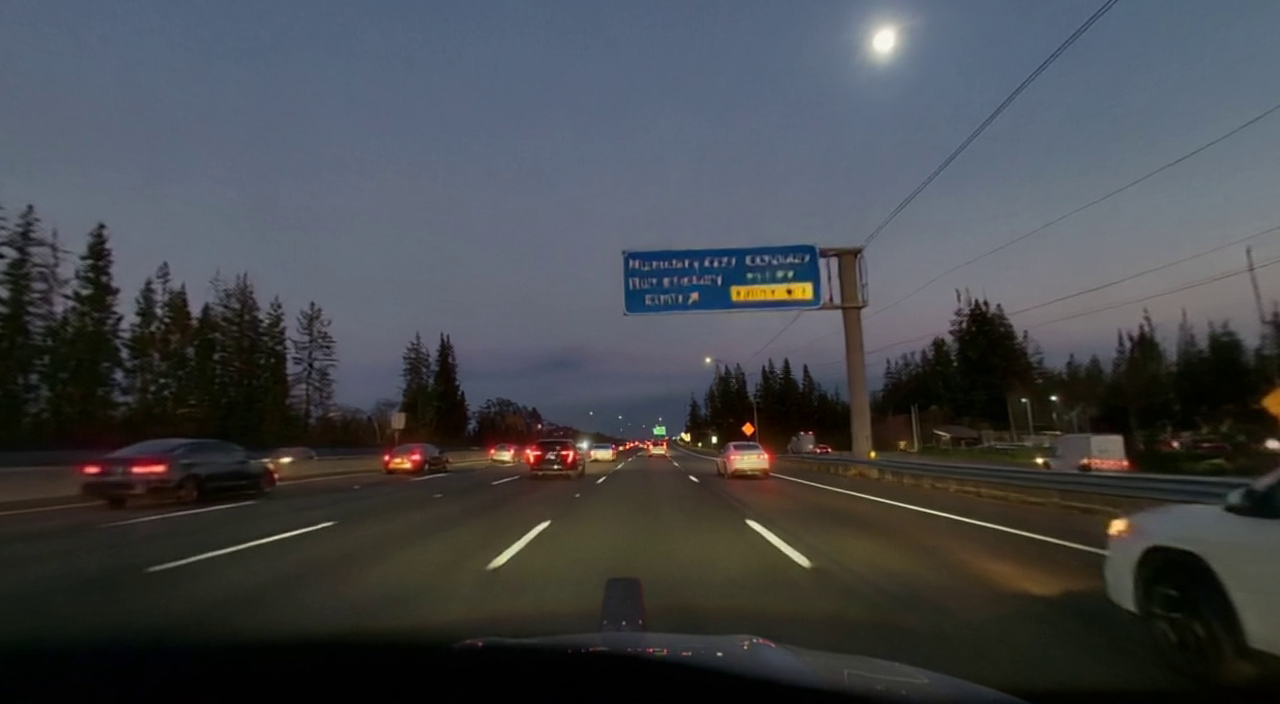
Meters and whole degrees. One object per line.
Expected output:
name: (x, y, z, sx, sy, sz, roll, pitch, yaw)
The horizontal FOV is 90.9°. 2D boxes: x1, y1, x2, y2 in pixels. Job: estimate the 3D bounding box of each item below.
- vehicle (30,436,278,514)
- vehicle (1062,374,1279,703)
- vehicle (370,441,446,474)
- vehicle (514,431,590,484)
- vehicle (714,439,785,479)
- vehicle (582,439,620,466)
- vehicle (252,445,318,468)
vehicle: (-10.726, 2.711, 14.523, 1.926, 1.479, 4.688, 0, -8, 1)
vehicle: (3.742, 0.761, 1.812, 2.036, 1.580, 4.360, 0, -8, 0)
vehicle: (-11.042, 5.039, 30.417, 1.877, 1.458, 4.543, 0, -8, 1)
vehicle: (-3.130, 3.873, 23.454, 2.133, 1.775, 4.530, 0, -8, 1)
vehicle: (4.394, 4.378, 26.073, 2.022, 1.472, 4.678, 0, -8, -1)
vehicle: (-2.519, 6.682, 42.211, 2.133, 1.668, 4.505, 0, -8, 2)
vehicle: (-23.530, 6.925, 41.989, 1.834, 1.482, 4.337, 0, -8, 1)
